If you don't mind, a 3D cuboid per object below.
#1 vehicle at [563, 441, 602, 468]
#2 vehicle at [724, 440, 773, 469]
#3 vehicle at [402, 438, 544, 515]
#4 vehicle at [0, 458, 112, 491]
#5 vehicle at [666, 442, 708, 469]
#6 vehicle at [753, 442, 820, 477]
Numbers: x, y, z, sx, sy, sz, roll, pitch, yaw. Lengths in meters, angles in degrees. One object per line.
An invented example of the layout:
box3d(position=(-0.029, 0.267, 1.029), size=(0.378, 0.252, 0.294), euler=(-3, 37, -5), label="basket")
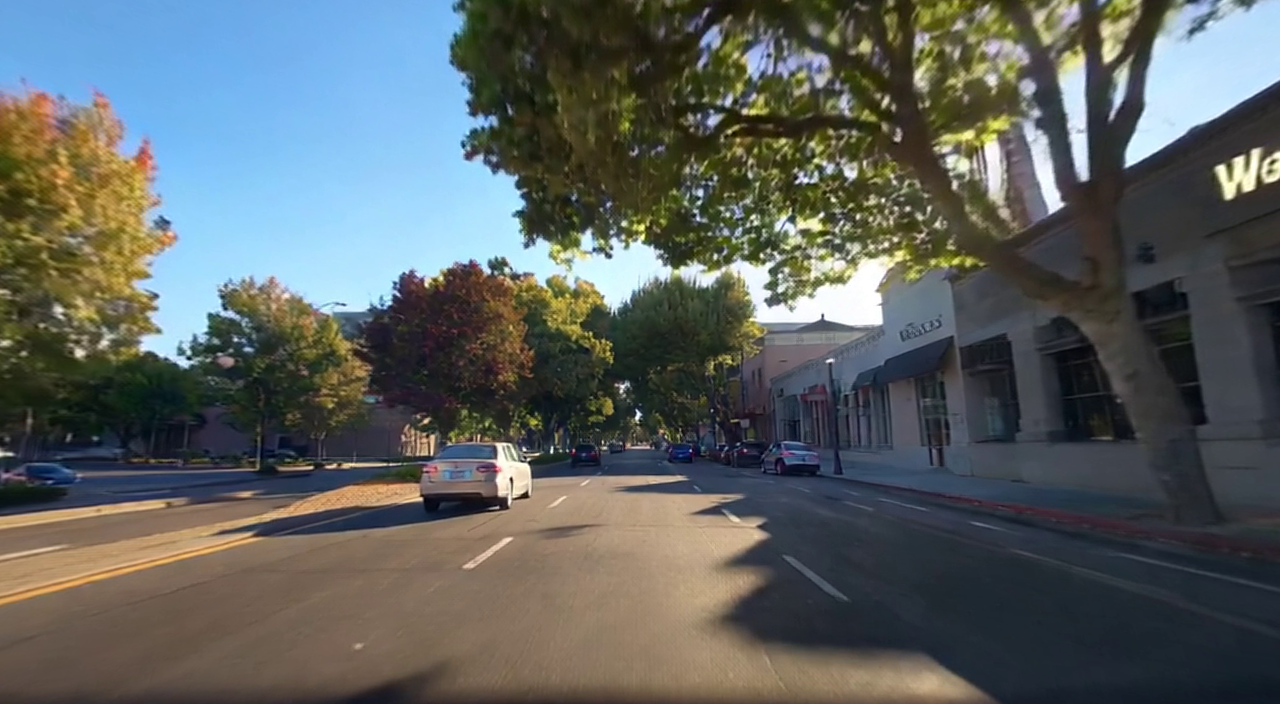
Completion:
box3d(position=(-3.816, 6.916, 42.652), size=(2.145, 1.694, 4.642), euler=(0, -8, 1), label="vehicle")
box3d(position=(6.439, 6.162, 38.101), size=(1.983, 1.618, 4.108), euler=(0, -9, -4), label="vehicle")
box3d(position=(-3.605, 2.771, 14.613), size=(2.060, 1.466, 4.387), euler=(0, -9, 0), label="vehicle")
box3d(position=(-29.360, 6.051, 31.329), size=(4.604, 1.498, 1.899), euler=(0, -9, 1), label="vehicle")
box3d(position=(2.665, 5.968, 36.585), size=(1.961, 1.482, 4.538), euler=(0, -9, -2), label="vehicle")
box3d(position=(6.649, 4.911, 29.199), size=(1.896, 1.479, 4.416), euler=(0, -9, -2), label="vehicle")
